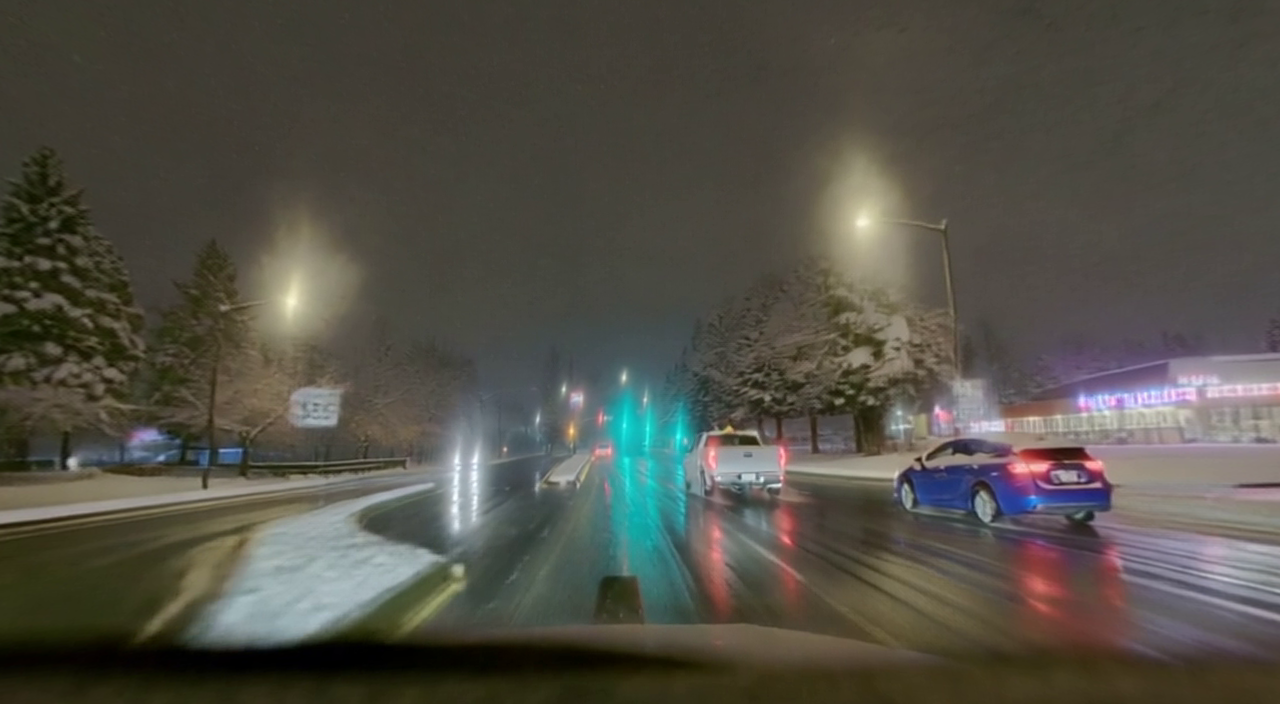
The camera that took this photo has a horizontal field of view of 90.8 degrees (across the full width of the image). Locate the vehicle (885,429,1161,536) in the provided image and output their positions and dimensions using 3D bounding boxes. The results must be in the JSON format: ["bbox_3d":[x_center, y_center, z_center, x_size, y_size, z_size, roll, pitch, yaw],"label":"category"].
[{"bbox_3d":[6.269,2.170,11.109,1.986,1.480,4.296,0,-9,-3],"label":"vehicle"}]

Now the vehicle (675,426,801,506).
[{"bbox_3d":[2.320,2.927,16.618,2.214,1.749,4.998,0,-9,-4],"label":"vehicle"}]
